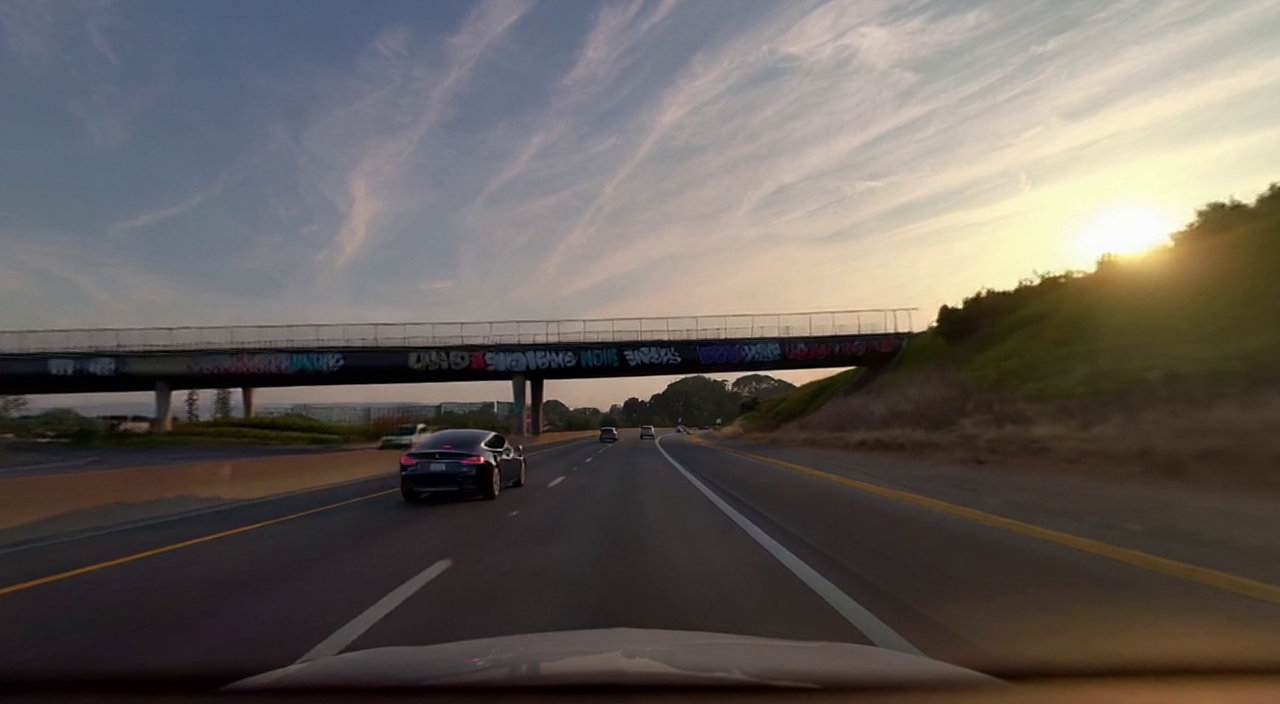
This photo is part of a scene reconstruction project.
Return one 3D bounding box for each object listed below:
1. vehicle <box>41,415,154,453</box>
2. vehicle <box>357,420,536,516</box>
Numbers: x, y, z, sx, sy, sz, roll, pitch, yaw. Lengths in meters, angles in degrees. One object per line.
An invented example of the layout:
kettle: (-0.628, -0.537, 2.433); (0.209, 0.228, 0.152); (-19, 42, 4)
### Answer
vehicle: (-27.252, 4.118, 31.703); (4.288, 1.842, 1.943); (-1, -8, 12)
vehicle: (-3.558, 2.212, 12.643); (2.108, 1.555, 4.574); (0, -8, 0)
